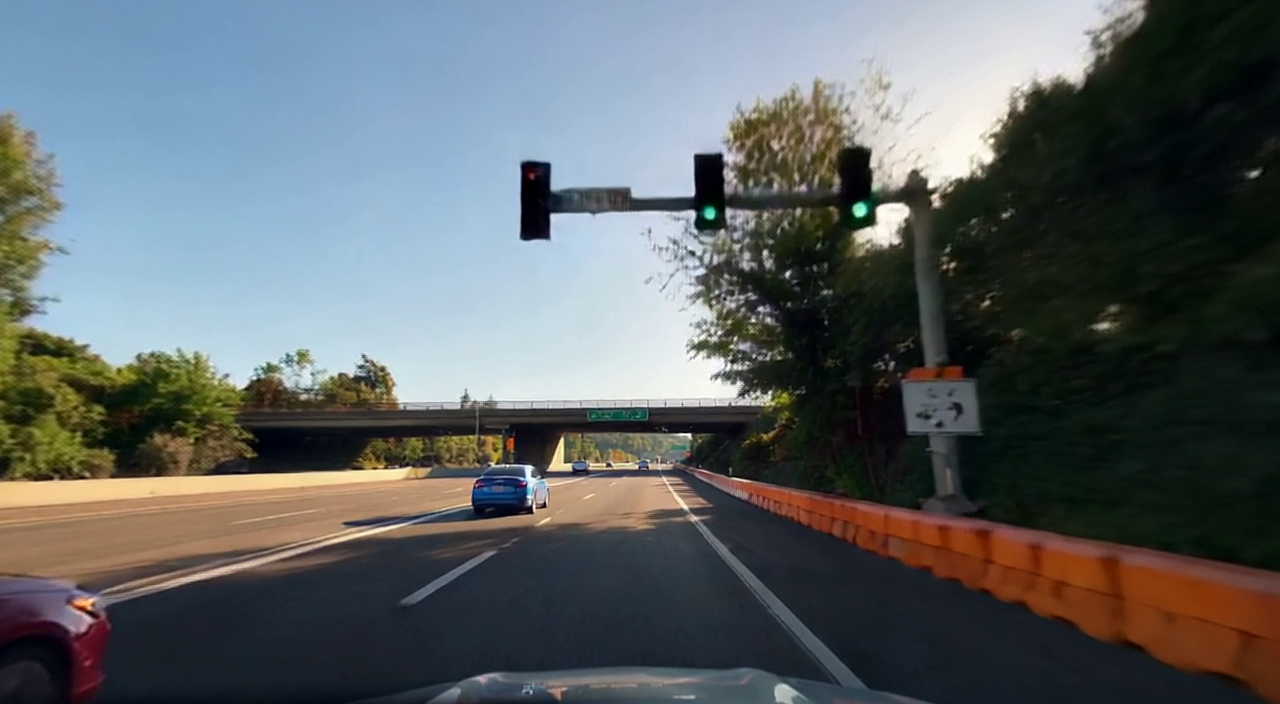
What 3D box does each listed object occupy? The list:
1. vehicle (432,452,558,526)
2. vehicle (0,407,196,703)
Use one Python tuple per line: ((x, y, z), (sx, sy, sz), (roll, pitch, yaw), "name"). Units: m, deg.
((-3.242, 3.172, 14.921), (1.992, 1.466, 3.690), (1, -10, 2), "vehicle")
((-3.517, 0.685, 0.936), (2.023, 1.507, 5.082), (1, -10, -1), "vehicle")
